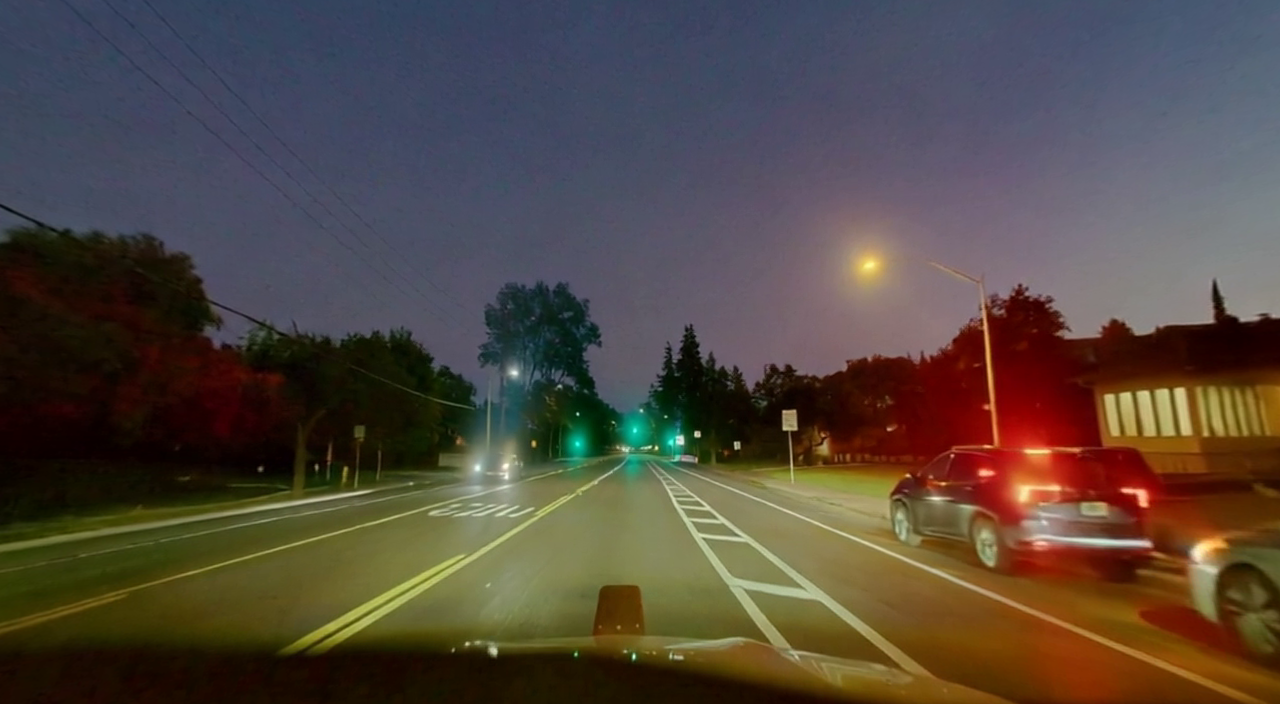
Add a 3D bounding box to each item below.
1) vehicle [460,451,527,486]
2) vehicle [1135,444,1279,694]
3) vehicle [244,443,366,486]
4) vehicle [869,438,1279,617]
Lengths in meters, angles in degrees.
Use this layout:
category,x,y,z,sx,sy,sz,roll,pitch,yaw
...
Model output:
category,x,y,z,sx,sy,sz,roll,pitch,yaw
vehicle,-6.832,5.464,30.058,2.057,1.495,4.592,0,-9,1
vehicle,5.124,1.259,3.095,1.891,1.611,4.269,0,-9,0
vehicle,-16.530,5.538,31.429,5.125,1.941,2.086,4,-10,-27
vehicle,5.076,1.978,8.240,2.349,1.632,4.594,0,-9,-1
